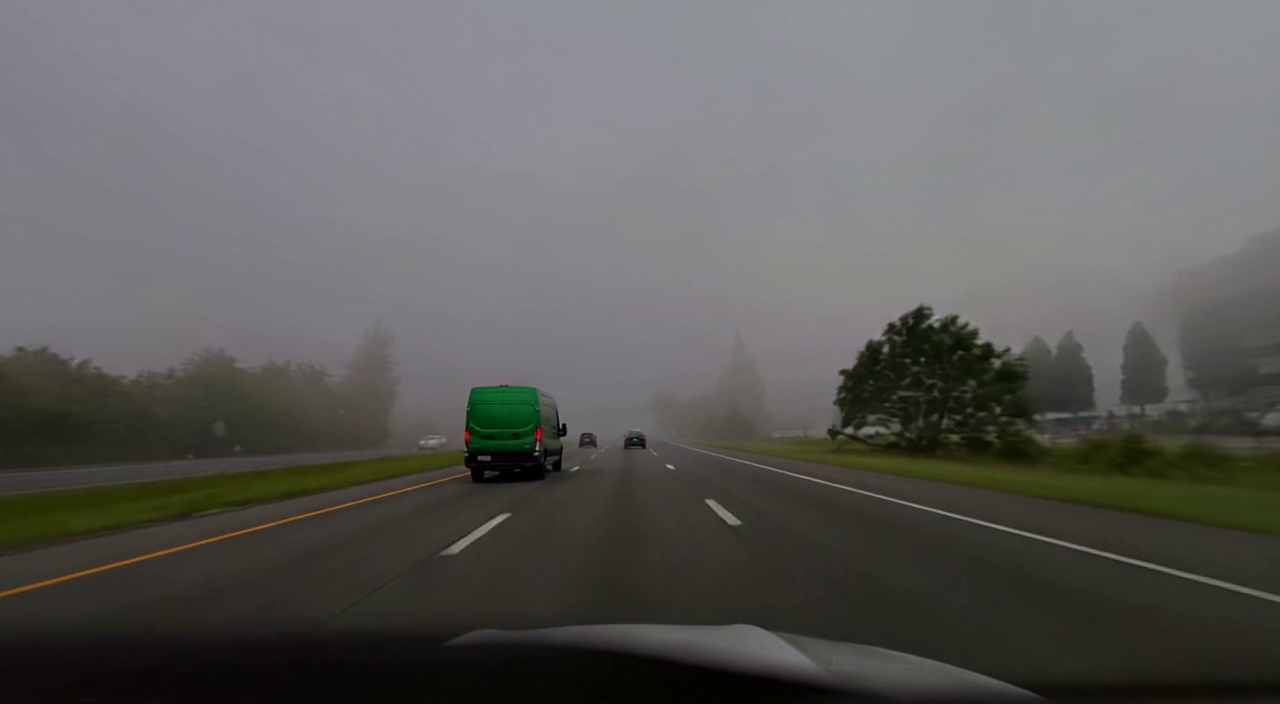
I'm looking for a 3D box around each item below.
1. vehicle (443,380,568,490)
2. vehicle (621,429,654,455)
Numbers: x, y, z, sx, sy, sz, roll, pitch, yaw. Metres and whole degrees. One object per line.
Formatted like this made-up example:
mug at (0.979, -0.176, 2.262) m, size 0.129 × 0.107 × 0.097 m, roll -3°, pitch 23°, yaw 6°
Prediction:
vehicle at (-3.511, 2.353, 17.855) m, size 2.424 × 2.577 × 5.828 m, roll 0°, pitch -8°, yaw -2°
vehicle at (-0.174, 6.082, 42.594) m, size 2.104 × 1.646 × 4.176 m, roll 0°, pitch -8°, yaw -1°
